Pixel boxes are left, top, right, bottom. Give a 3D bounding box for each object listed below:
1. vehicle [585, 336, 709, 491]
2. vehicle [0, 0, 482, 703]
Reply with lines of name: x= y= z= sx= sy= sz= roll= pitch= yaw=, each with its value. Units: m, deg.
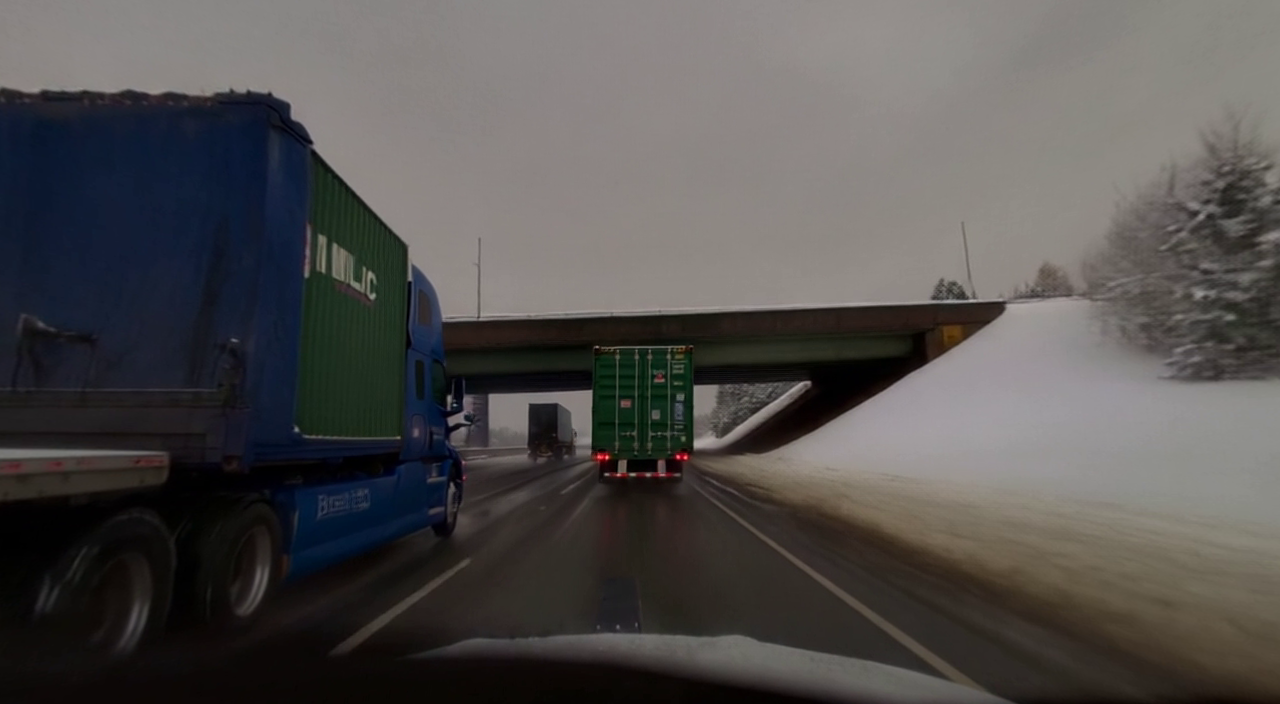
vehicle: x=0.013 y=2.197 z=21.090 sx=3.357 sy=4.212 sz=7.519 roll=0 pitch=-9 yaw=-2
vehicle: x=-3.597 y=-0.018 z=4.361 sx=3.187 sy=3.949 sz=6.963 roll=0 pitch=-9 yaw=0
